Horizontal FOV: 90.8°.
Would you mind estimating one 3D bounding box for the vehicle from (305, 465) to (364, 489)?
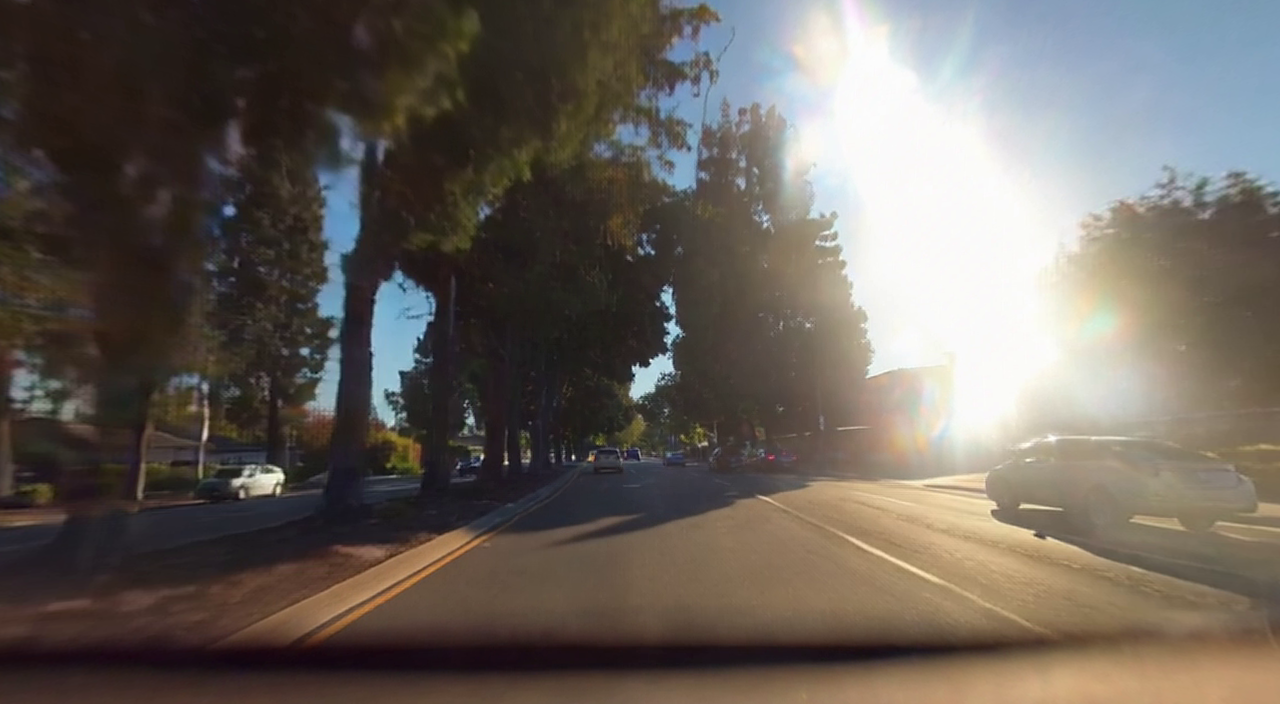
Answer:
[{"bbox_3d":[-19.960,8.156,41.401,1.769,1.344,3.947,-1,-8,2],"label":"vehicle"}]

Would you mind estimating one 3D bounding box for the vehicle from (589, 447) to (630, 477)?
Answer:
[{"bbox_3d":[-1.669,5.884,33.960,2.077,1.477,3.897,0,-8,-3],"label":"vehicle"}]

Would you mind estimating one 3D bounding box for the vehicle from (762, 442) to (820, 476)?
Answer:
[{"bbox_3d":[8.037,5.699,34.000,1.945,1.687,4.292,0,-8,-1],"label":"vehicle"}]

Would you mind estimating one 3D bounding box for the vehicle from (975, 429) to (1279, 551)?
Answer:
[{"bbox_3d":[7.704,2.078,10.306,1.888,1.508,4.646,0,-8,0],"label":"vehicle"}]

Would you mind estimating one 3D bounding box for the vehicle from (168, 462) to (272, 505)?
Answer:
[{"bbox_3d":[-19.655,6.140,29.856,2.013,1.655,4.604,-2,-8,-4],"label":"vehicle"}]

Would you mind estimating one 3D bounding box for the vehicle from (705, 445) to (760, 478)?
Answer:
[{"bbox_3d":[4.375,5.234,30.498,2.020,1.472,3.958,0,-8,-1],"label":"vehicle"}]
